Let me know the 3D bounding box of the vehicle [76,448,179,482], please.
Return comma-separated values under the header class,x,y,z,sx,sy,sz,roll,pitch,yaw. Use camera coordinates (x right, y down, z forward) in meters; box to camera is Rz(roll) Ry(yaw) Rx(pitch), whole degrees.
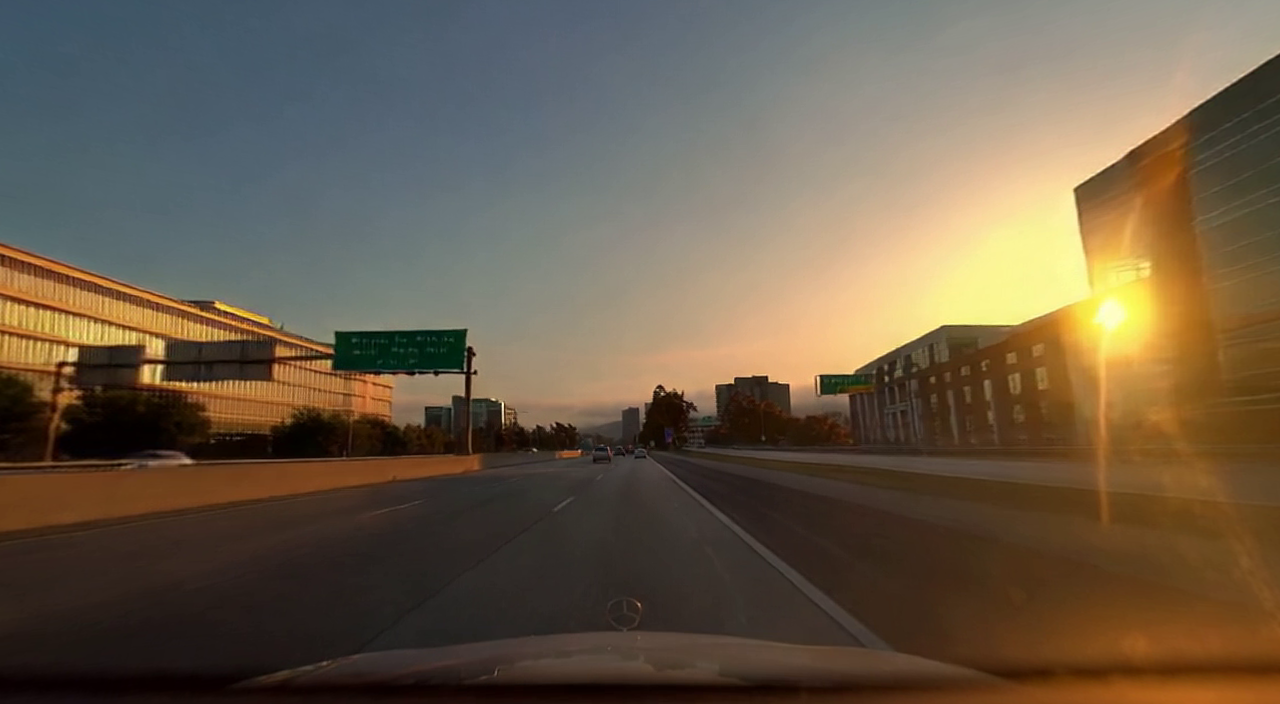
class,x,y,z,sx,sy,sz,roll,pitch,yaw
vehicle,-24.565,5.392,30.464,1.783,1.471,3.811,0,-9,-1
